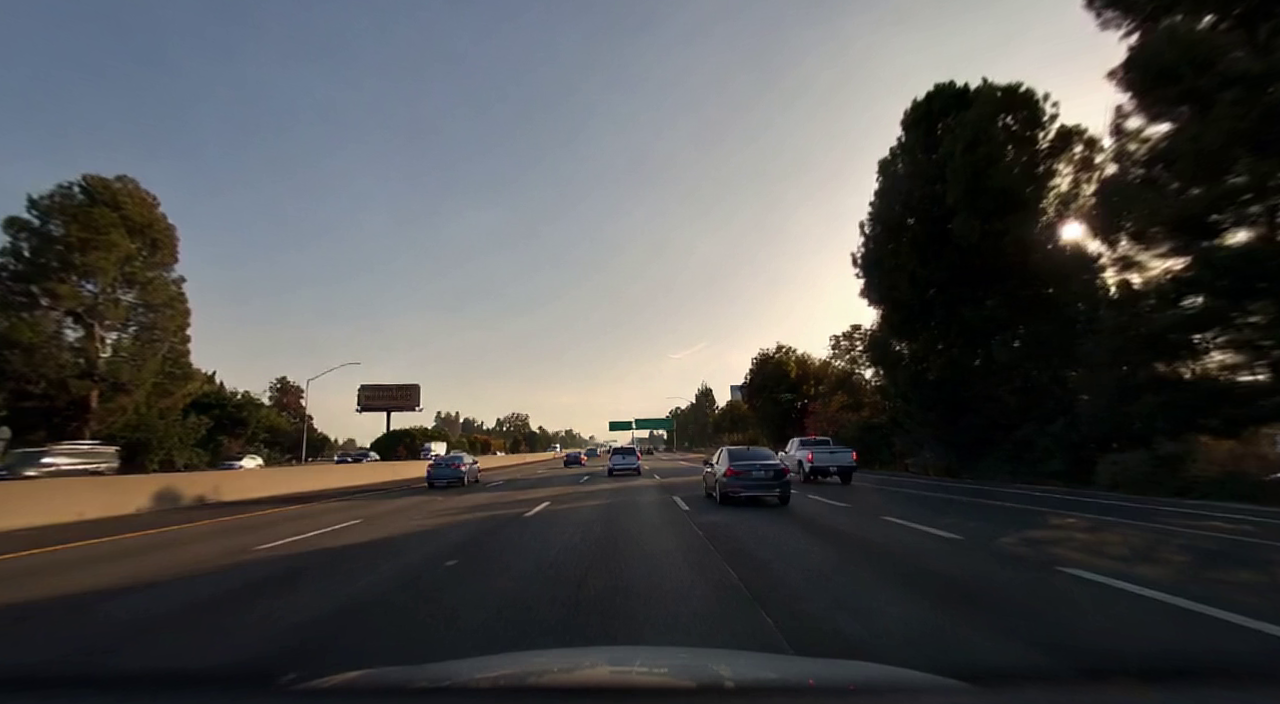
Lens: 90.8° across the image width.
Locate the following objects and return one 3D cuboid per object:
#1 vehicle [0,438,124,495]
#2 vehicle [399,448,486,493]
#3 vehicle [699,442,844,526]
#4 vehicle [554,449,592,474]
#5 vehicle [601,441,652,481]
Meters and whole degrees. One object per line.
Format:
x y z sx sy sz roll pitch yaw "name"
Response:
-19.460 3.614 20.309 1.878 1.620 4.561 0 -8 -1 "vehicle"
-7.377 4.433 24.051 1.920 1.482 4.385 0 -8 0 "vehicle"
2.522 2.646 13.317 2.011 1.462 4.286 0 -8 -1 "vehicle"
-4.216 6.951 40.355 1.935 1.487 4.076 0 -8 0 "vehicle"
-0.620 5.327 31.156 2.323 1.805 4.729 0 -8 0 "vehicle"
